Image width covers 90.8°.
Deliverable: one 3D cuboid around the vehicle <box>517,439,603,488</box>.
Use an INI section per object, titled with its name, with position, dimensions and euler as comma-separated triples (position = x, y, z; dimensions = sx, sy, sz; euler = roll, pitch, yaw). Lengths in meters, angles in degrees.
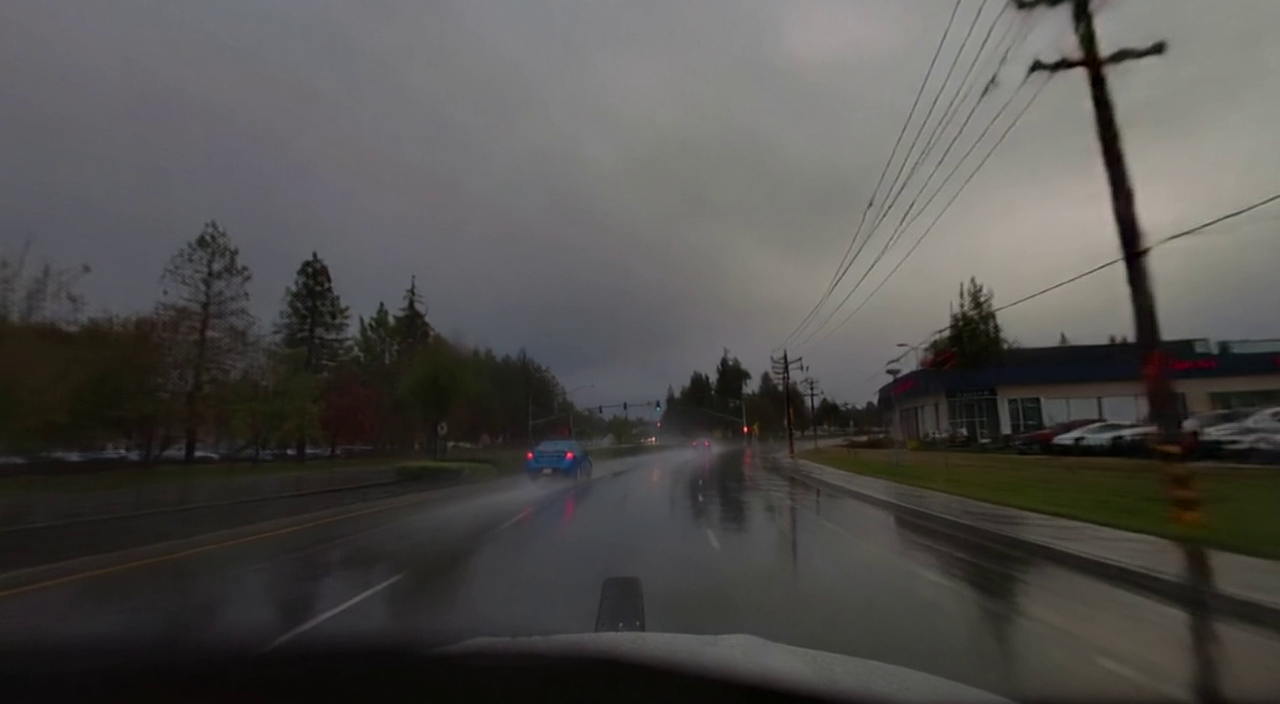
[vehicle]
position = -2.638, 3.810, 21.976
dimensions = 1.928, 1.488, 4.635
euler = -1, -8, 6
